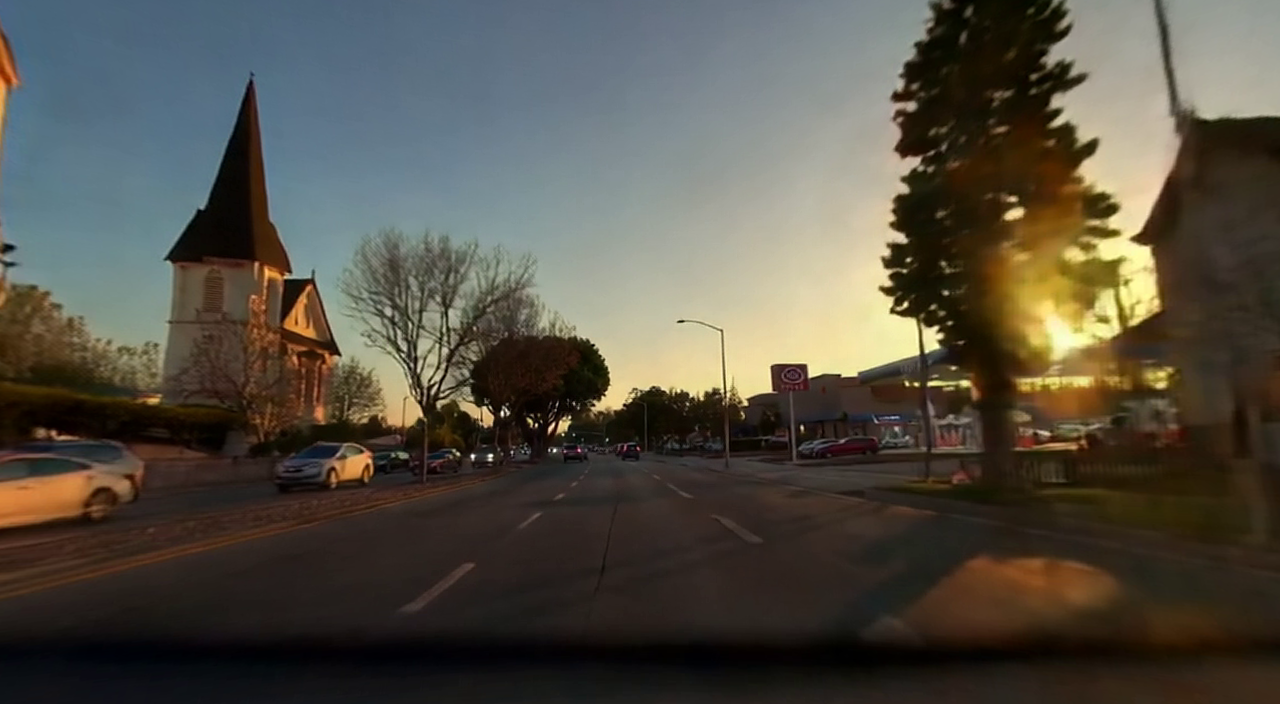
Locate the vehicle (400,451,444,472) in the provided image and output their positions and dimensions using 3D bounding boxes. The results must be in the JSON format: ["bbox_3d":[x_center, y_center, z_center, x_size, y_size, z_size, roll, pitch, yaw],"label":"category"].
[{"bbox_3d":[-16.802,8.433,48.900,2.045,1.519,4.401,0,-9,-4],"label":"vehicle"}]

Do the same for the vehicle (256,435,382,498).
[{"bbox_3d":[-11.537,4.116,23.198,2.206,1.922,4.968,-2,-8,-2],"label":"vehicle"}]

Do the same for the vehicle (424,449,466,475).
[{"bbox_3d":[-12.336,6.947,40.142,1.771,1.508,3.453,0,-8,-3],"label":"vehicle"}]

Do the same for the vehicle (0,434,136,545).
[{"bbox_3d":[-11.022,2.177,10.048,2.134,1.705,4.710,0,-8,-1],"label":"vehicle"}]
